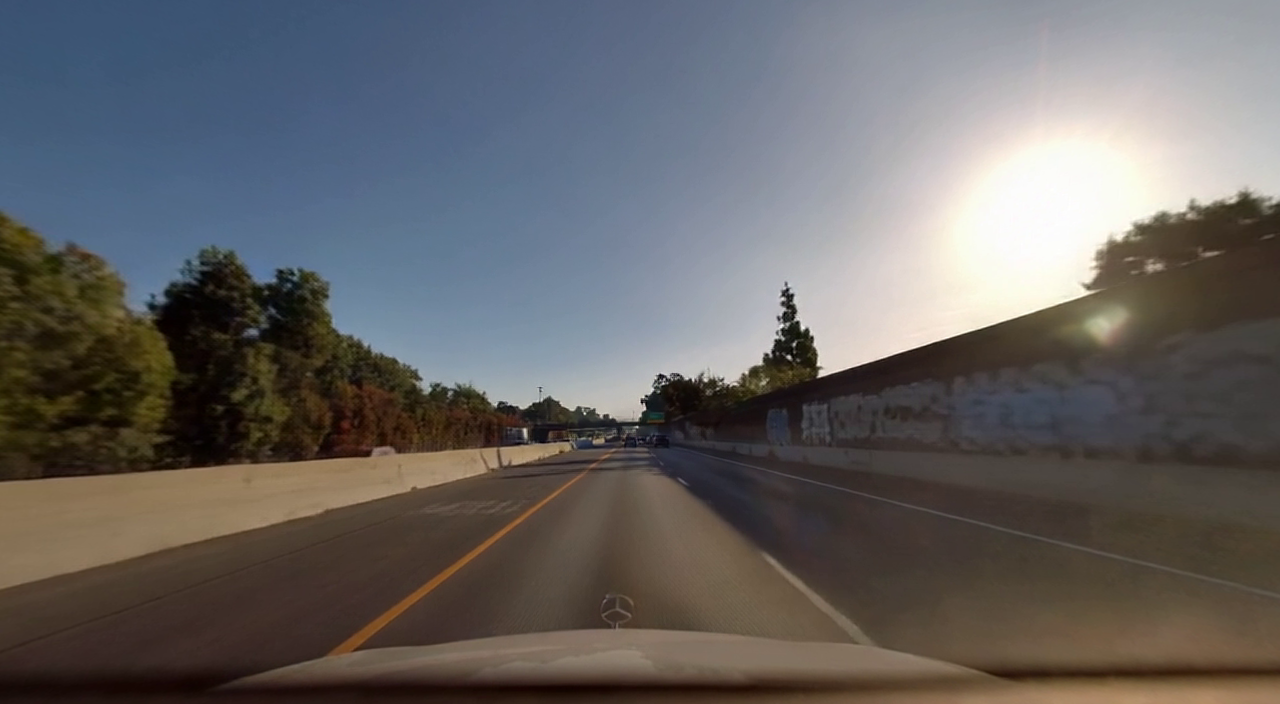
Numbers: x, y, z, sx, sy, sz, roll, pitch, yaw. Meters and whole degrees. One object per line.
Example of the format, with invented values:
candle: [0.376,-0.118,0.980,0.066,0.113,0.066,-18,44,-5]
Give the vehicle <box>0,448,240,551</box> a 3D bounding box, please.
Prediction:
vehicle: [-9.061,2.414,10.968,1.844,1.426,3.534,0,-8,0]

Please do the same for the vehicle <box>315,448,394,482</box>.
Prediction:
vehicle: [-13.807,5.449,30.772,1.883,1.438,4.378,0,-8,-1]
